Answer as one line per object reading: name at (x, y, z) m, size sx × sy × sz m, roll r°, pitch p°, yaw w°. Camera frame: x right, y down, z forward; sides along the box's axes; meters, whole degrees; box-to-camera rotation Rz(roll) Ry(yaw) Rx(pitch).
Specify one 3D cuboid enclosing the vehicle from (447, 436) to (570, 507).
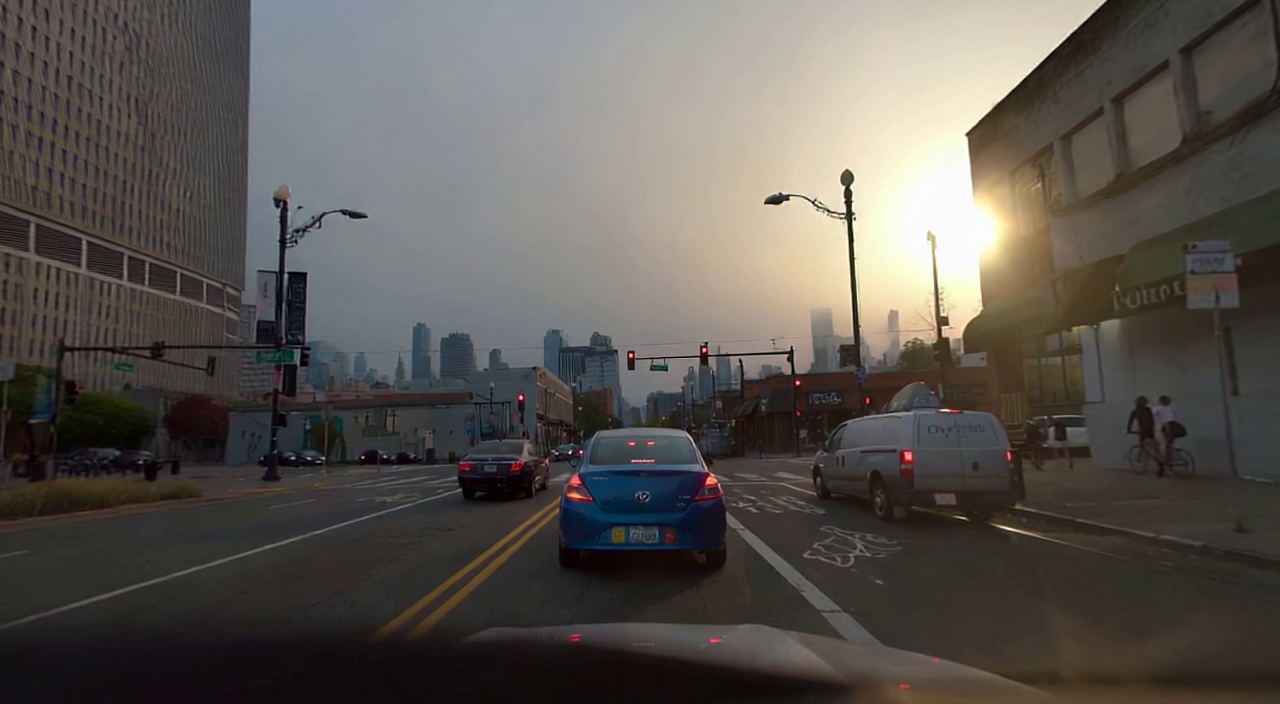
vehicle at (-2.977, 2.815, 15.350) m, size 2.039 × 1.452 × 4.489 m, roll 0°, pitch -9°, yaw 0°

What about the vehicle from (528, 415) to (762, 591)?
vehicle at (0.031, 1.656, 7.724) m, size 2.091 × 1.557 × 4.000 m, roll 0°, pitch -9°, yaw 0°

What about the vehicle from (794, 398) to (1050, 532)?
vehicle at (4.499, 1.917, 11.153) m, size 2.142 × 1.829 × 4.767 m, roll 0°, pitch -9°, yaw -2°
